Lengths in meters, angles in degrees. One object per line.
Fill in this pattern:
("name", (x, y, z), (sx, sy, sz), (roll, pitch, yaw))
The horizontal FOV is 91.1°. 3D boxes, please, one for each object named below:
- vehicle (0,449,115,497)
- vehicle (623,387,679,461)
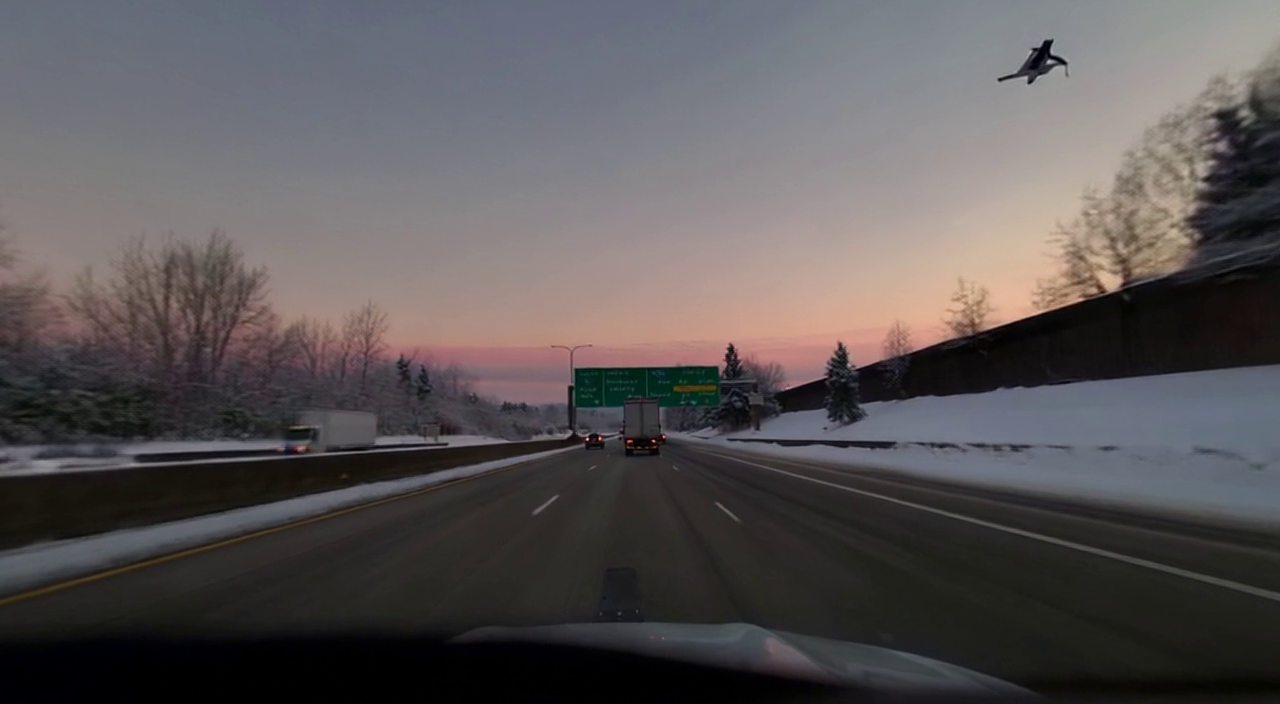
("vehicle", (-21.675, 4.269, 22.656), (1.824, 1.479, 4.192), (0, -8, 0))
("vehicle", (0.394, 4.984, 41.908), (2.965, 3.972, 16.689), (0, -8, -1))
